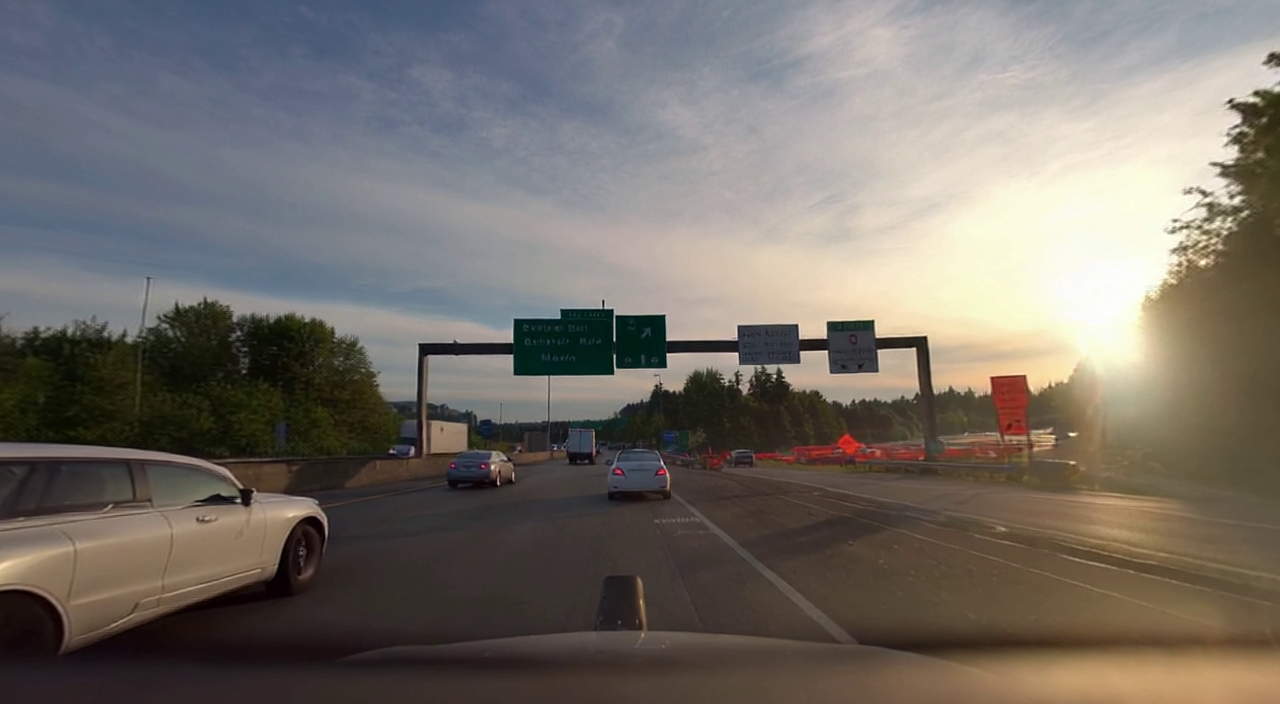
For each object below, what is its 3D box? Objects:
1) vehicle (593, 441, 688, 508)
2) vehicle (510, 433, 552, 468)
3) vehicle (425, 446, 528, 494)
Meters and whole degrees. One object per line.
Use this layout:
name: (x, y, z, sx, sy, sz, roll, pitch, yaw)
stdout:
vehicle: (-0.013, 2.974, 15.621, 2.080, 1.451, 3.512, 0, -9, -1)
vehicle: (-7.593, 6.931, 44.146, 2.204, 2.295, 4.830, 0, -9, -2)
vehicle: (-5.242, 3.819, 20.725, 2.063, 1.417, 4.000, -1, -9, 4)
